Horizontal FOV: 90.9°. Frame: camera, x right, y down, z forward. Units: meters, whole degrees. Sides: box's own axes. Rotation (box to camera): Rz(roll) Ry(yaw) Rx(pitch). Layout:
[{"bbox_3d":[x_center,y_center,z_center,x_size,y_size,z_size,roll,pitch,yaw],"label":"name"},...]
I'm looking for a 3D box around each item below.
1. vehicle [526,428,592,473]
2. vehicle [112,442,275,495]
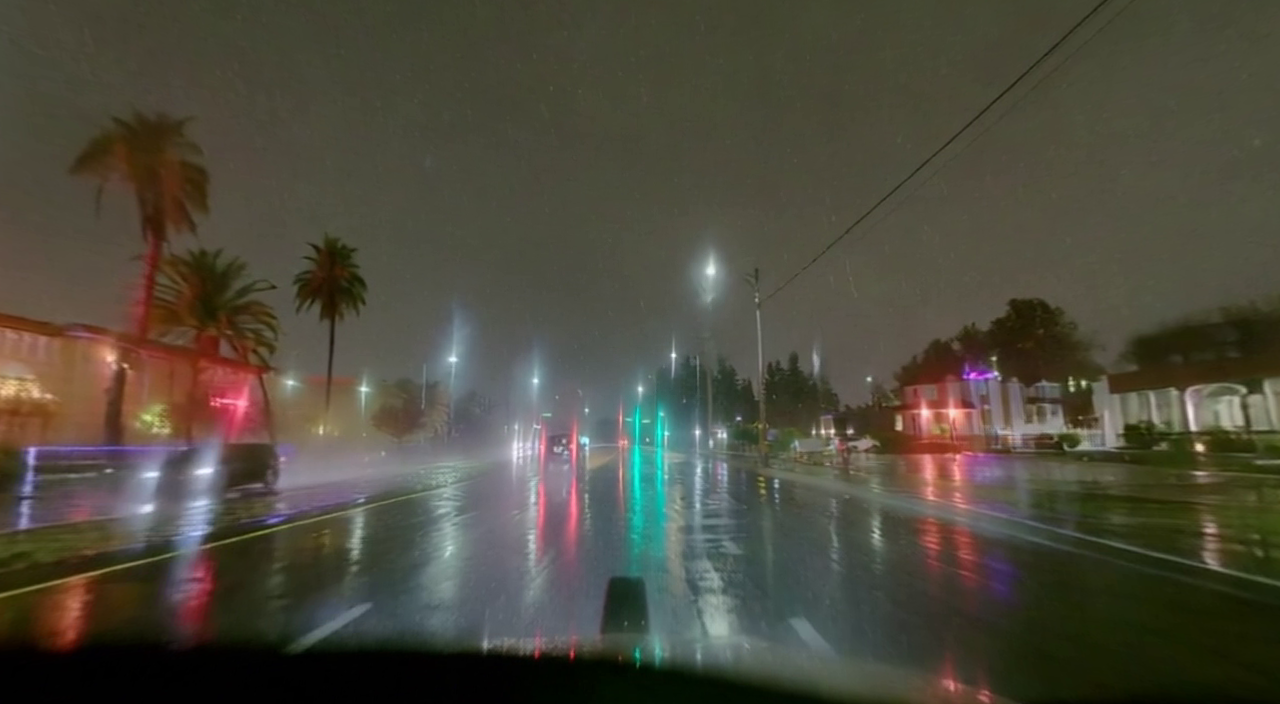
[{"bbox_3d":[-3.242,4.072,26.219,2.062,1.693,4.669,0,-8,1],"label":"vehicle"},{"bbox_3d":[-14.355,3.734,20.679,2.075,1.526,4.403,0,-8,1],"label":"vehicle"}]
